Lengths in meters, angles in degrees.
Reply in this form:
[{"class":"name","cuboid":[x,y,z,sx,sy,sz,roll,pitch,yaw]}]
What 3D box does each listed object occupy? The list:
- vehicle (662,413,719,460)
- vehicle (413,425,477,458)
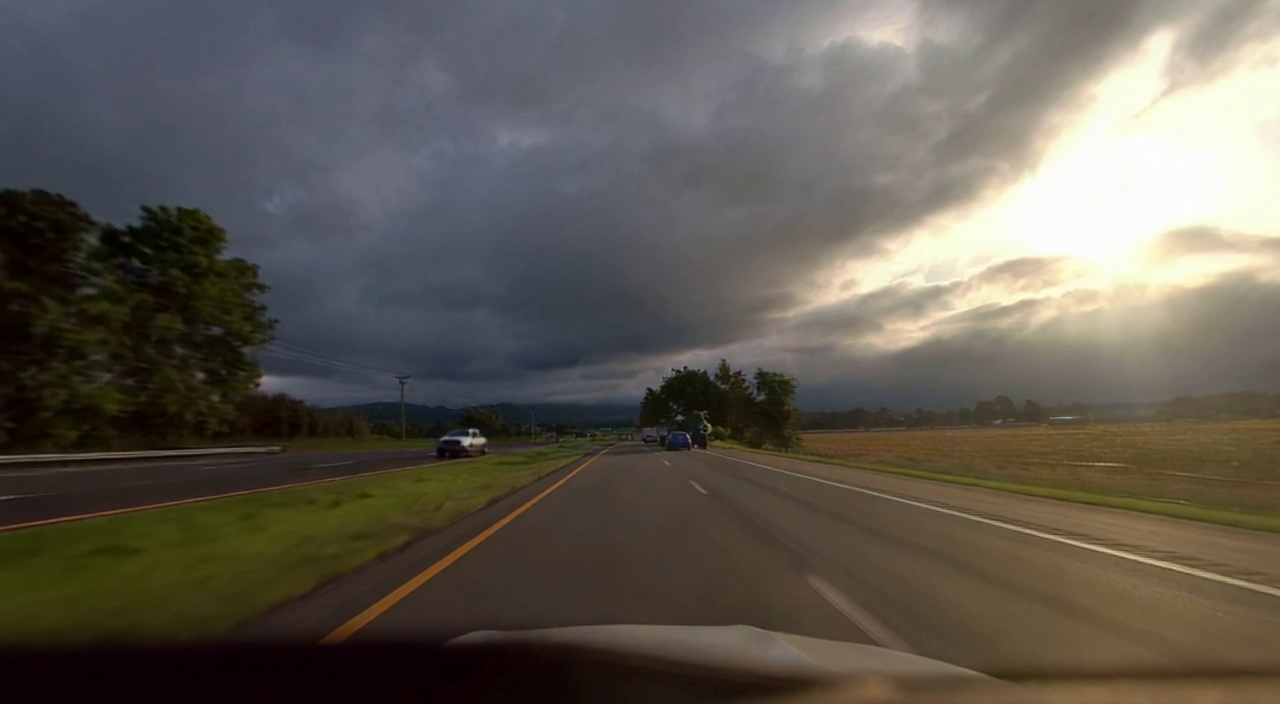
[{"class":"vehicle","cuboid":[3.016,5.291,39.421,2.821,2.673,6.205,0,-8,-3]},{"class":"vehicle","cuboid":[-9.326,4.307,30.490,1.882,1.483,3.954,0,-8,0]}]
